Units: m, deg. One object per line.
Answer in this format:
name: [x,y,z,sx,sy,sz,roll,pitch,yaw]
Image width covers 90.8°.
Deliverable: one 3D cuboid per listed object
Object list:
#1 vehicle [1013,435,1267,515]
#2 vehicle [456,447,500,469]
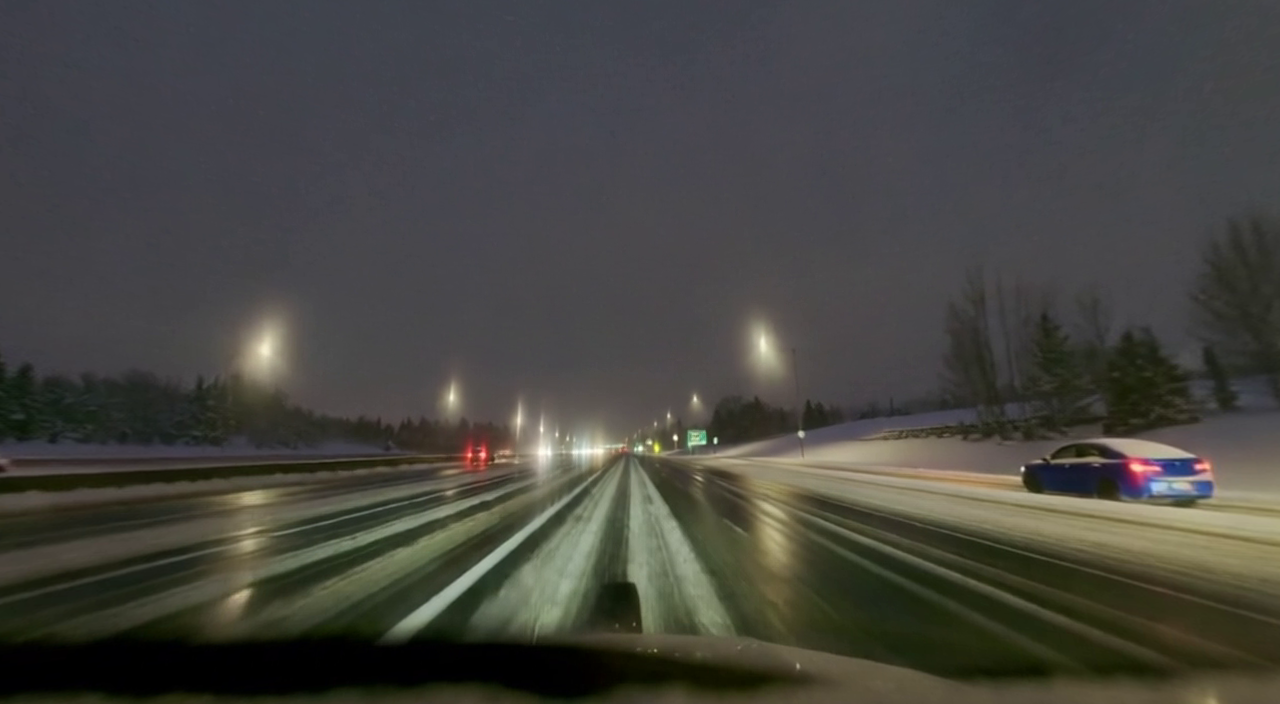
vehicle: [10.826,2.669,14.250,1.985,1.493,4.486,0,-9,-1]
vehicle: [-11.489,7.542,45.064,1.921,1.452,4.429,0,-9,0]
